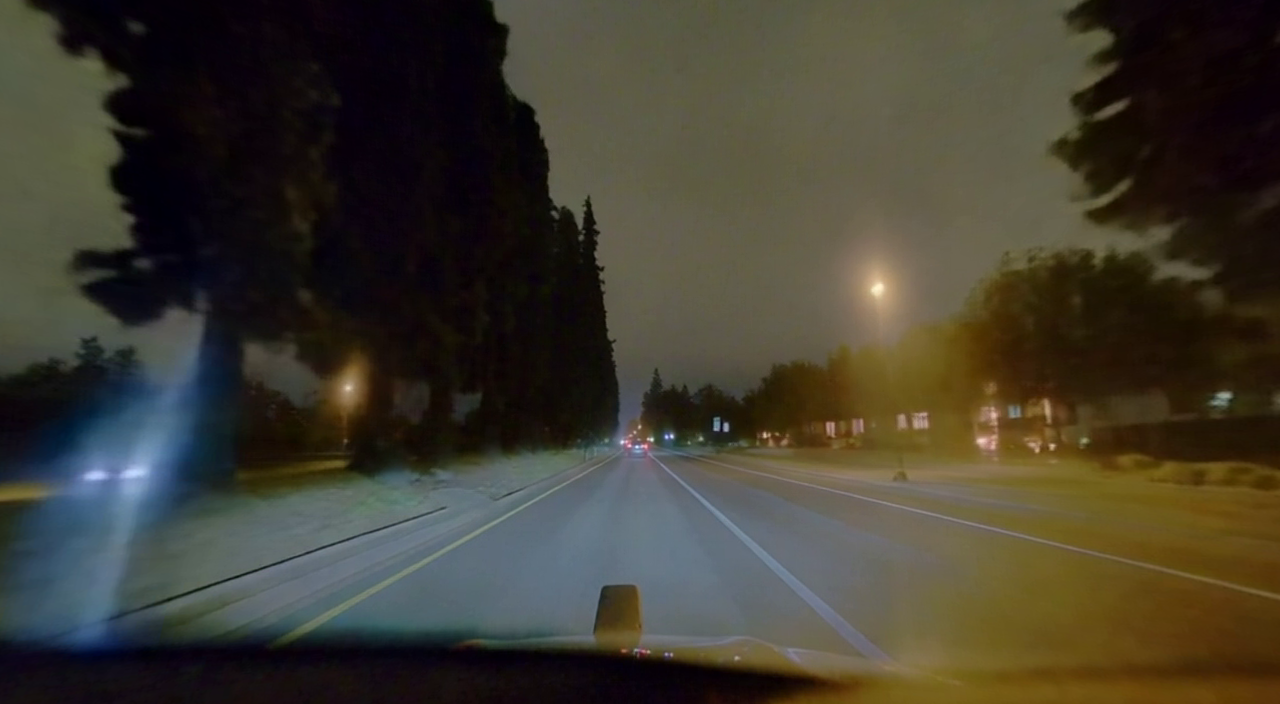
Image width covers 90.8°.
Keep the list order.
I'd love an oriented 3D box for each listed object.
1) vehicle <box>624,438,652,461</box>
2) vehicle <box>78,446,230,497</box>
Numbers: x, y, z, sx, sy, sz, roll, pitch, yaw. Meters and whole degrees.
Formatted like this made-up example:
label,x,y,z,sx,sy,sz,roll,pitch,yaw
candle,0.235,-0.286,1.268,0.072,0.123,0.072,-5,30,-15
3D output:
label,x,y,z,sx,sy,sz,roll,pitch,yaw
vehicle,-0.178,7.396,48.022,2.016,1.665,3.932,0,-8,-1
vehicle,-17.915,4.379,23.638,1.986,1.649,4.573,0,-8,0
